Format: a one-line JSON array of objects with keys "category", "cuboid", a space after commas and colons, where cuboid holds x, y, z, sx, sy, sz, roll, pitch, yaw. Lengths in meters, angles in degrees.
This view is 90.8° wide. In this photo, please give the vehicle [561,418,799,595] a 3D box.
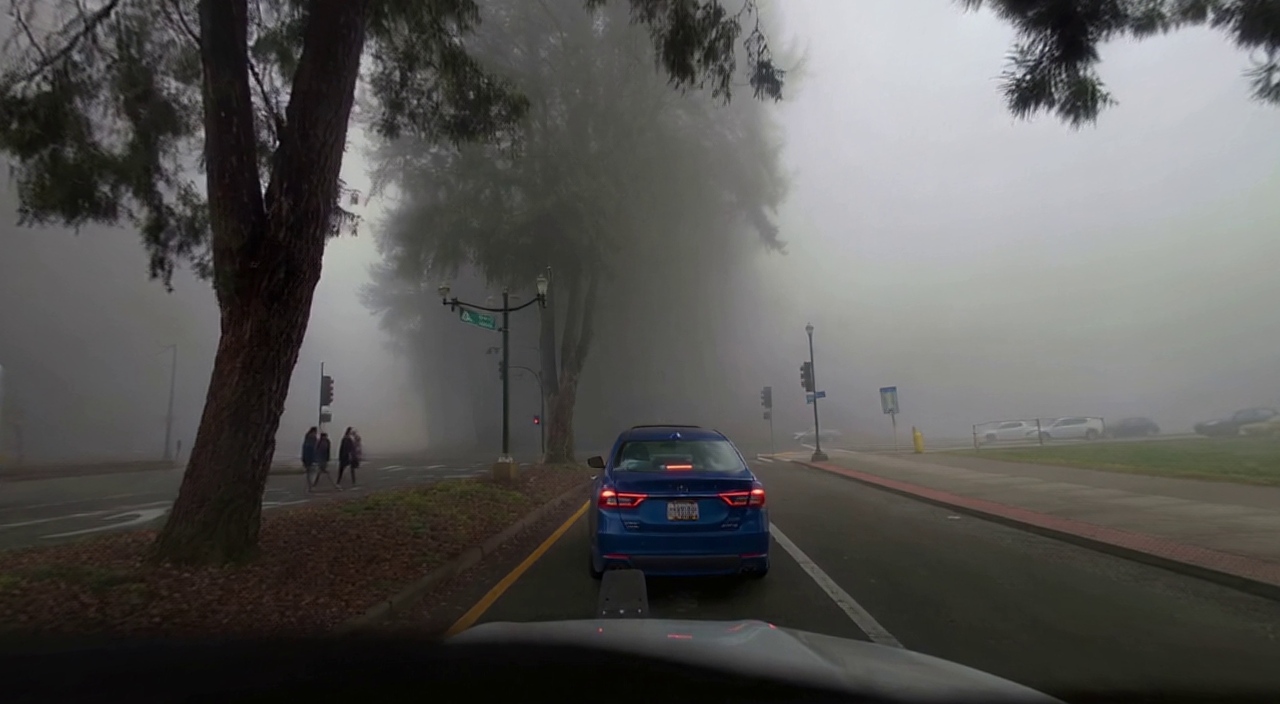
[{"category": "vehicle", "cuboid": [0.379, 1.615, 7.391, 2.035, 1.499, 3.799, 0, -8, 1]}]
